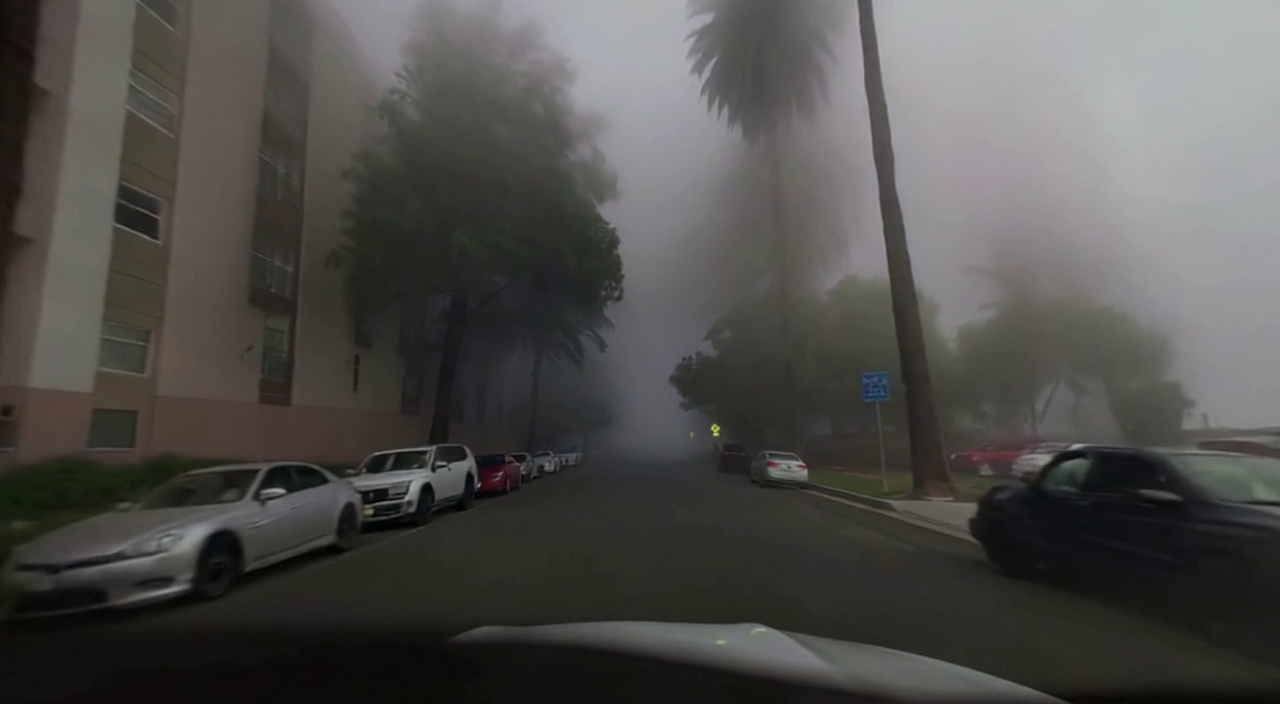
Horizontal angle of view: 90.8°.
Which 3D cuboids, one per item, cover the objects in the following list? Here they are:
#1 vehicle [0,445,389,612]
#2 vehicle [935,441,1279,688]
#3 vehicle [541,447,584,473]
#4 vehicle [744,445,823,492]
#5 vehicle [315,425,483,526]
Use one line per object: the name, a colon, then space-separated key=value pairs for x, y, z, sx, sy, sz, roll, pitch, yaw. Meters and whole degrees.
vehicle: x=-5.103 y=1.956 z=8.050 sx=1.997 sy=1.497 sz=4.437 roll=0 pitch=-9 yaw=0
vehicle: x=4.887 y=1.582 z=5.822 sx=2.026 sy=1.474 sz=4.859 roll=0 pitch=-8 yaw=1
vehicle: x=-4.694 y=6.601 z=38.806 sx=2.009 sy=1.469 sz=4.241 roll=0 pitch=-8 yaw=1
vehicle: x=5.157 y=4.232 z=23.470 sx=1.991 sy=1.525 sz=5.203 roll=0 pitch=-8 yaw=3
vehicle: x=-5.042 y=2.650 z=14.018 sx=1.960 sy=1.854 sz=4.441 roll=-1 pitch=-9 yaw=0
